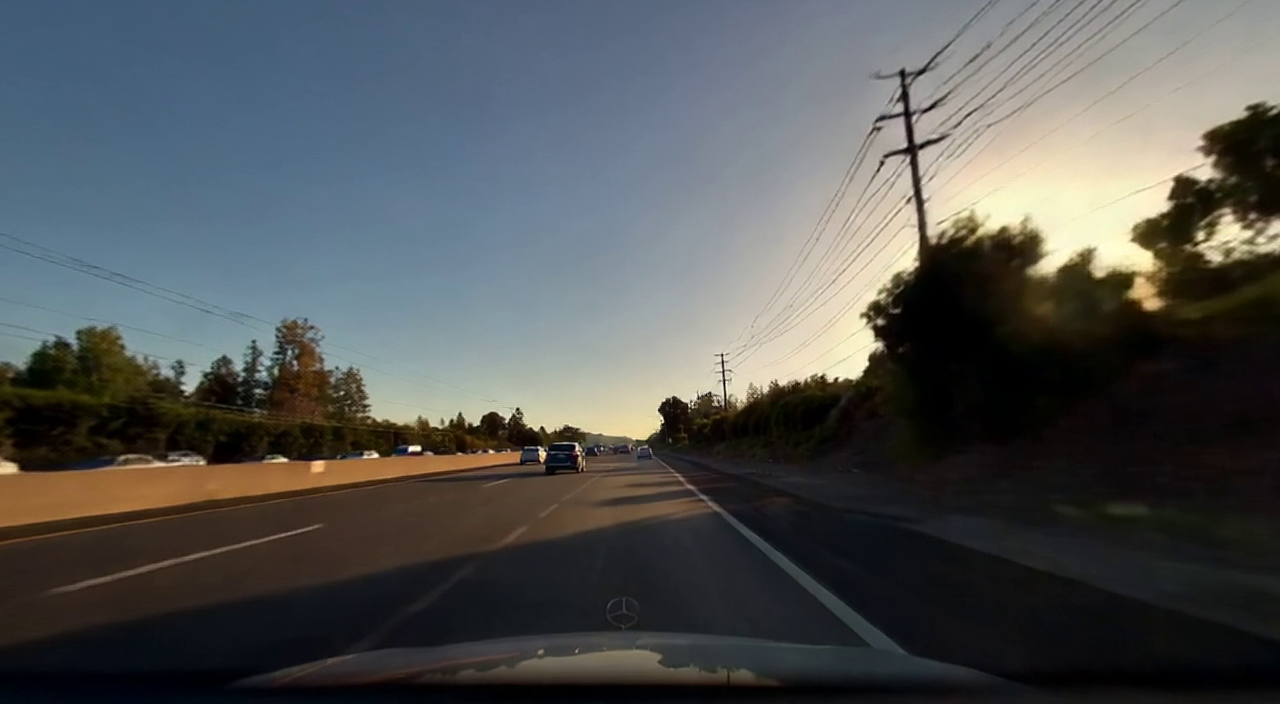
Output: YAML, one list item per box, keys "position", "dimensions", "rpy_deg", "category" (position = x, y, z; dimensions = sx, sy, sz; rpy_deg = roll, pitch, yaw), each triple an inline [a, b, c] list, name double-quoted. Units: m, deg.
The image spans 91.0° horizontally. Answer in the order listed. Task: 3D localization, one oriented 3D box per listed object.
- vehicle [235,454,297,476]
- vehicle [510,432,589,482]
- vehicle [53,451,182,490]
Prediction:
- position: [-28.387, 8.570, 47.981]
  dimensions: [1.901, 1.511, 4.551]
  rpy_deg: [0, -9, 1]
  category: "vehicle"
- position: [-3.774, 4.542, 27.471]
  dimensions: [2.577, 1.939, 5.408]
  rpy_deg: [0, -9, 1]
  category: "vehicle"
- position: [-24.590, 5.553, 29.923]
  dimensions: [1.969, 1.643, 4.768]
  rpy_deg: [0, -9, 1]
  category: "vehicle"
